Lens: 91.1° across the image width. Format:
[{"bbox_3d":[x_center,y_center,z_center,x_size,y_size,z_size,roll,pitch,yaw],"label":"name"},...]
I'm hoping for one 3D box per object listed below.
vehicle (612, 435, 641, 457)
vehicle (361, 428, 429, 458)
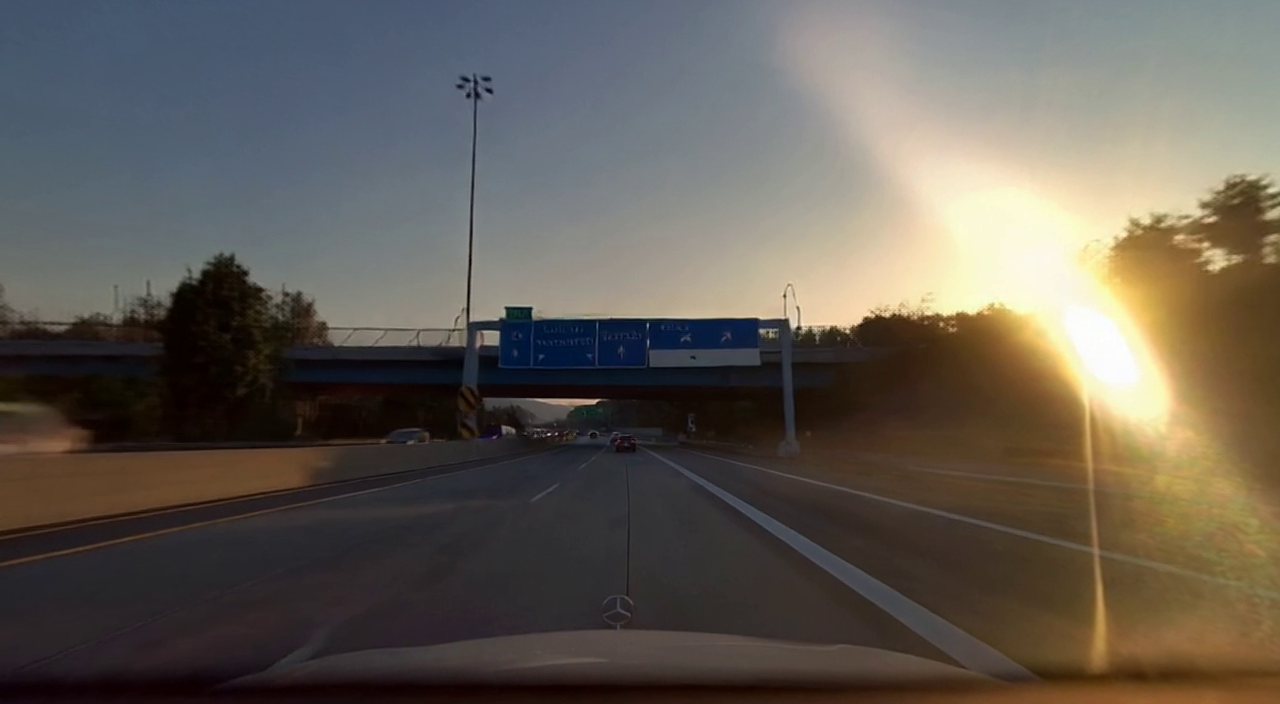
[{"bbox_3d":[-1.019,6.819,45.806,2.025,1.519,3.924,0,-8,-2],"label":"vehicle"},{"bbox_3d":[-12.994,4.849,33.660,1.888,1.507,4.509,0,-8,0],"label":"vehicle"}]
